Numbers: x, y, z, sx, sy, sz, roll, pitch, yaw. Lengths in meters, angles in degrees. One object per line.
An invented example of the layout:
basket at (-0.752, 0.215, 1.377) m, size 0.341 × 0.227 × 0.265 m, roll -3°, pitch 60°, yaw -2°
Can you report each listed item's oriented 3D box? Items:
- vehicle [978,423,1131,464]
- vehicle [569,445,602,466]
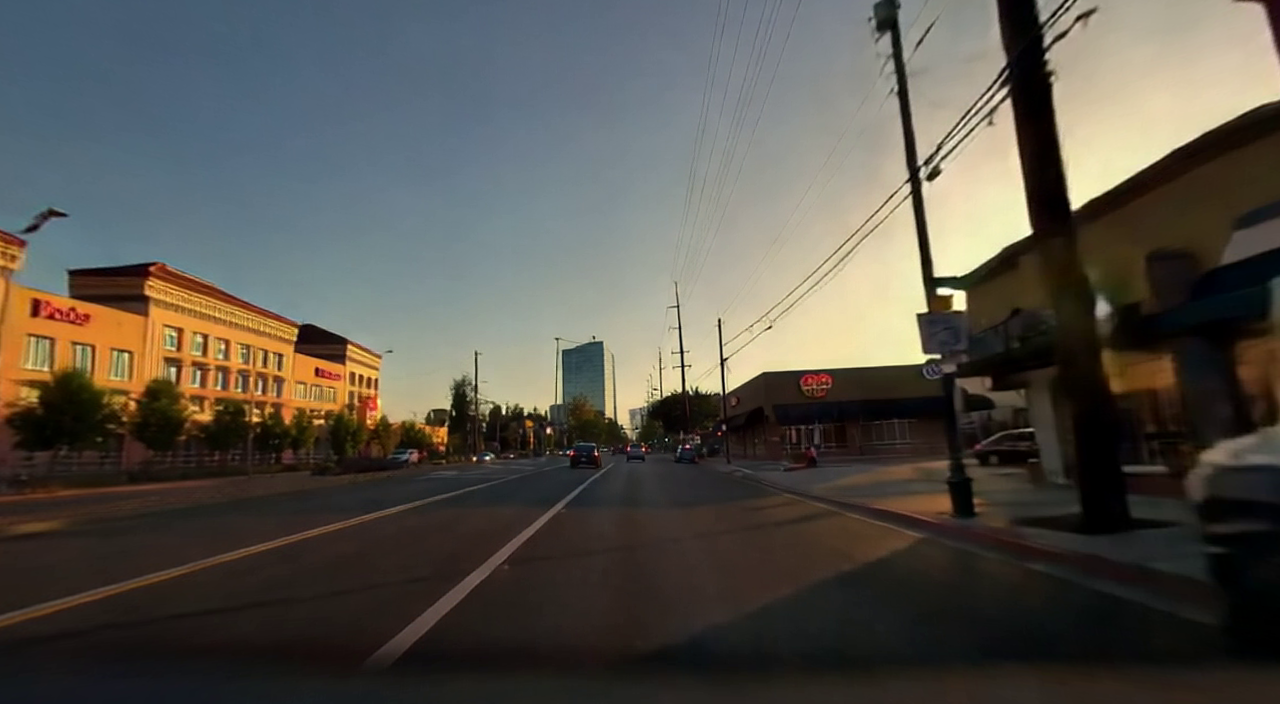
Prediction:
vehicle at (16.397, 3.694, 25.264) m, size 2.150 × 1.463 × 4.524 m, roll 5°, pitch -10°, yaw -30°
vehicle at (-4.103, 7.819, 47.991) m, size 2.179 × 1.490 × 4.742 m, roll 0°, pitch -9°, yaw -1°
